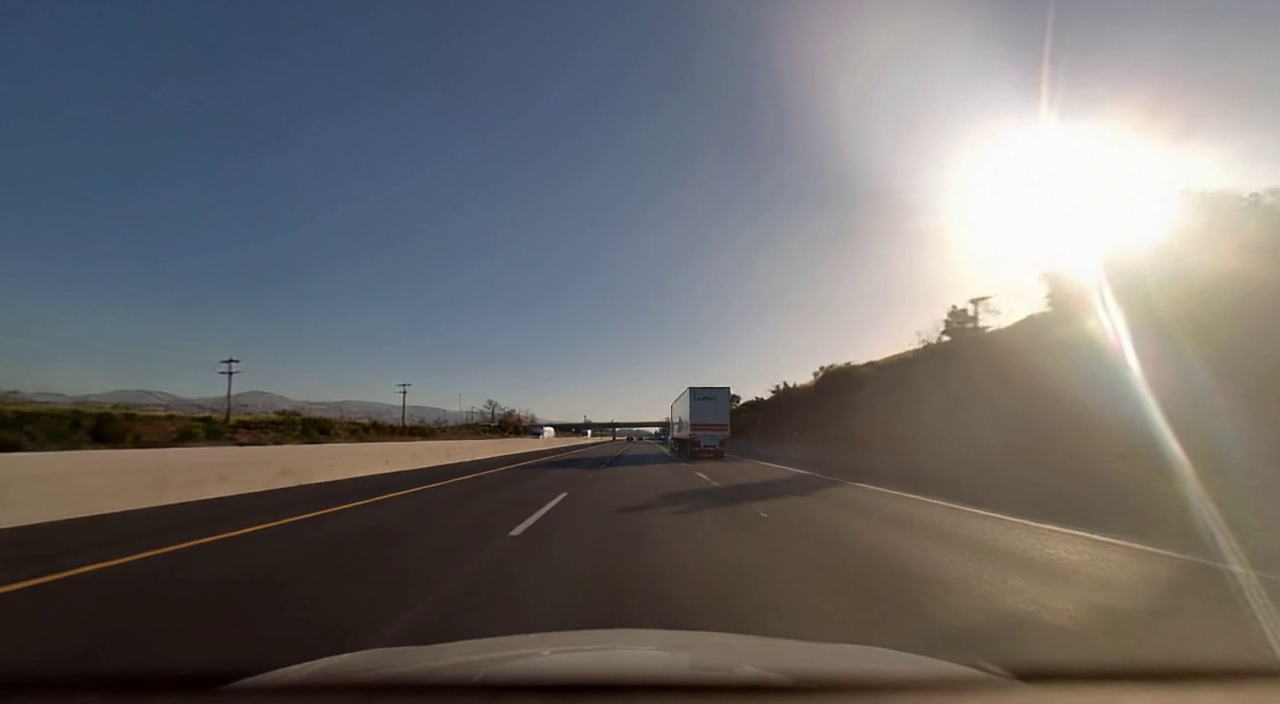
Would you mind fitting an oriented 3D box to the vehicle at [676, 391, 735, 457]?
[{"bbox_3d":[4.407,5.331,45.475,2.920,4.029,13.900,0,-8,1],"label":"vehicle"}]
